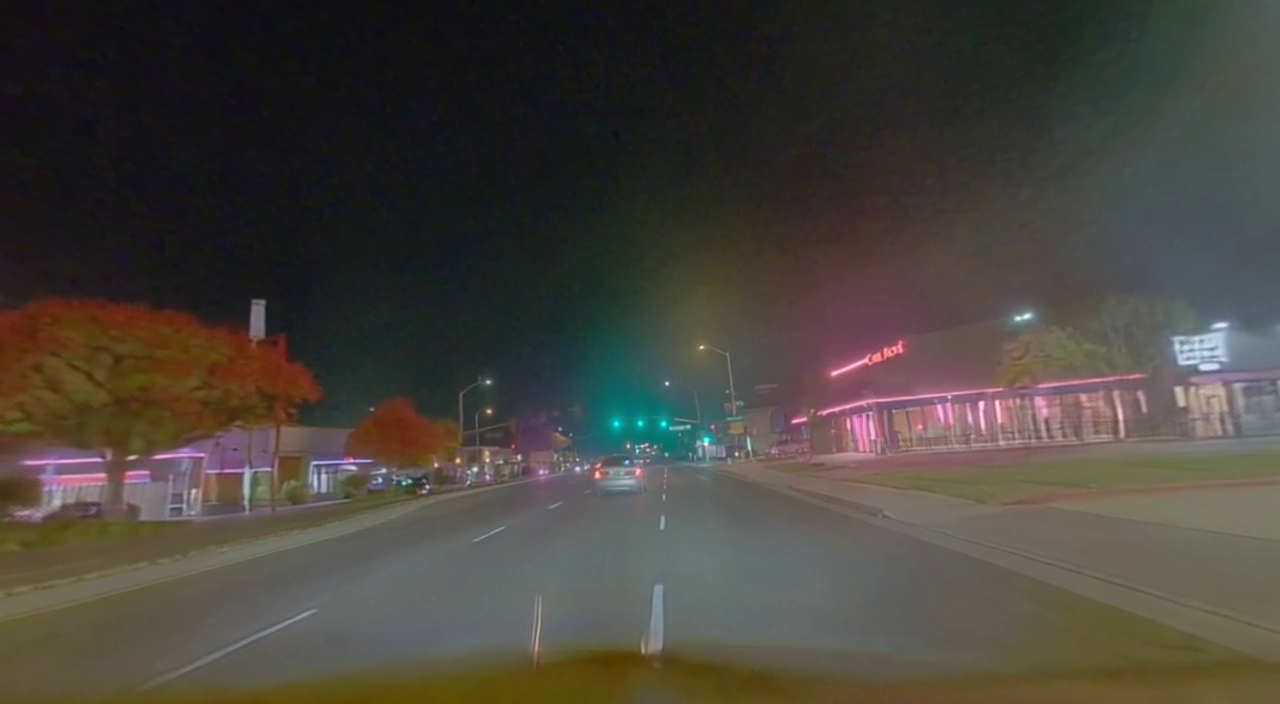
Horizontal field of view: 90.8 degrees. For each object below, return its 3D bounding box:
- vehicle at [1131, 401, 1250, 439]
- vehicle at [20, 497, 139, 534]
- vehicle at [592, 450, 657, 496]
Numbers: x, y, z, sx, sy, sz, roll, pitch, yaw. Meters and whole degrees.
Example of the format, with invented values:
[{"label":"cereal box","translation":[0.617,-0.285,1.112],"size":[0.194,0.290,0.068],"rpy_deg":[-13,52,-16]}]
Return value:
[{"label":"vehicle","translation":[27.649,3.496,31.971],"size":[1.965,1.693,4.635],"rpy_deg":[-1,-9,3]},{"label":"vehicle","translation":[-30.118,8.770,34.137],"size":[1.817,1.485,4.436],"rpy_deg":[-3,-9,13]},{"label":"vehicle","translation":[-0.469,4.234,22.445],"size":[1.977,1.451,4.032],"rpy_deg":[-1,-9,3]}]
